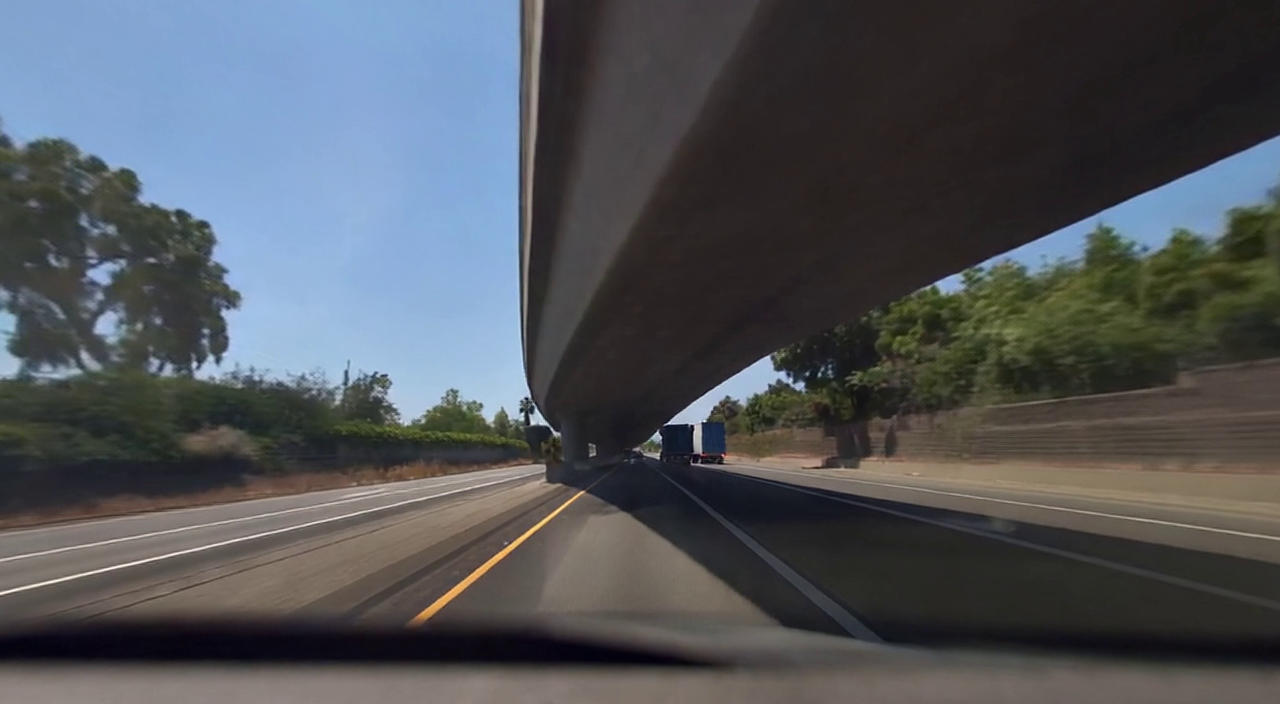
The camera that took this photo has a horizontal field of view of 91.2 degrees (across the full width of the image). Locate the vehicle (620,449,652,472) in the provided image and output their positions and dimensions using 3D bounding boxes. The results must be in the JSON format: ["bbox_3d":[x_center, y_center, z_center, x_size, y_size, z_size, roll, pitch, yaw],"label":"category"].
[{"bbox_3d":[-0.310,7.327,42.503,2.083,1.473,3.923,0,-9,-1],"label":"vehicle"}]
